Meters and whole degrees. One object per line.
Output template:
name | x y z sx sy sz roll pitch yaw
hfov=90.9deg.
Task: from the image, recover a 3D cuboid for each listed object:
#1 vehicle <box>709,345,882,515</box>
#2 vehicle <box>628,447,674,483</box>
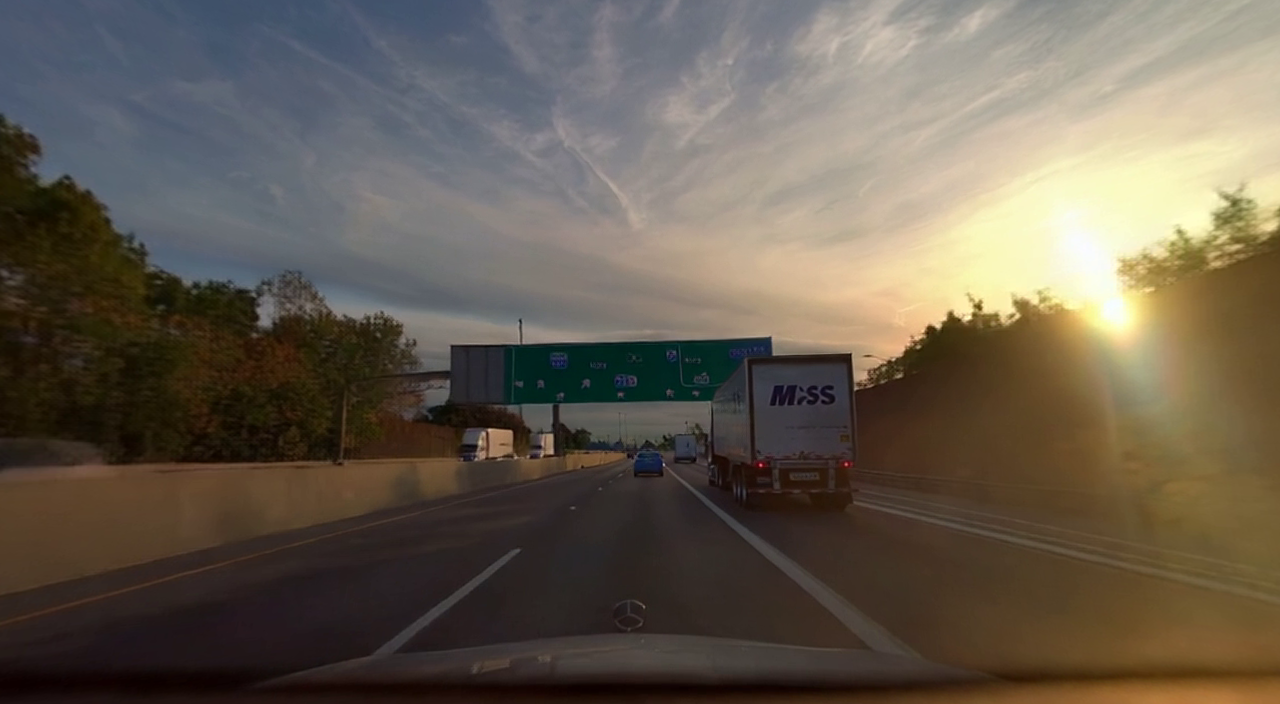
vehicle | 4.533 2.925 22.434 3.002 4.104 14.174 0 -9 2
vehicle | 0.533 5.490 30.939 2.121 1.642 3.828 0 -9 1
